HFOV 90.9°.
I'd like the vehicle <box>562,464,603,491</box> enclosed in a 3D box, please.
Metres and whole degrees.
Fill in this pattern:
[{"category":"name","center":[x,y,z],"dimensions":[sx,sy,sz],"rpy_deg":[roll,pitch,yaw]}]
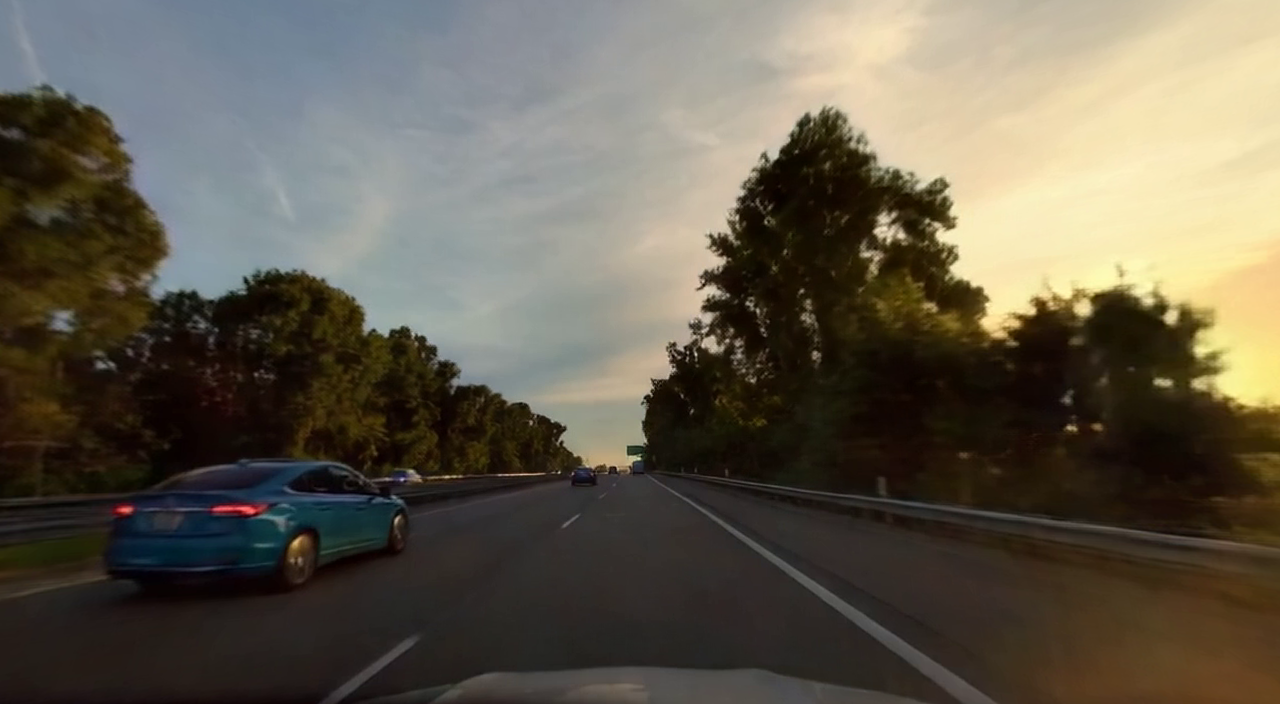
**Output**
[{"category":"vehicle","center":[-3.480,7.755,38.990],"dimensions":[2.006,1.516,4.820],"rpy_deg":[1,-11,0]}]

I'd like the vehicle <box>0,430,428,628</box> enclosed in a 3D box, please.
[{"category":"vehicle","center":[-4.330,1.839,7.371],"dimensions":[2.040,1.525,4.603],"rpy_deg":[1,-11,1]}]
